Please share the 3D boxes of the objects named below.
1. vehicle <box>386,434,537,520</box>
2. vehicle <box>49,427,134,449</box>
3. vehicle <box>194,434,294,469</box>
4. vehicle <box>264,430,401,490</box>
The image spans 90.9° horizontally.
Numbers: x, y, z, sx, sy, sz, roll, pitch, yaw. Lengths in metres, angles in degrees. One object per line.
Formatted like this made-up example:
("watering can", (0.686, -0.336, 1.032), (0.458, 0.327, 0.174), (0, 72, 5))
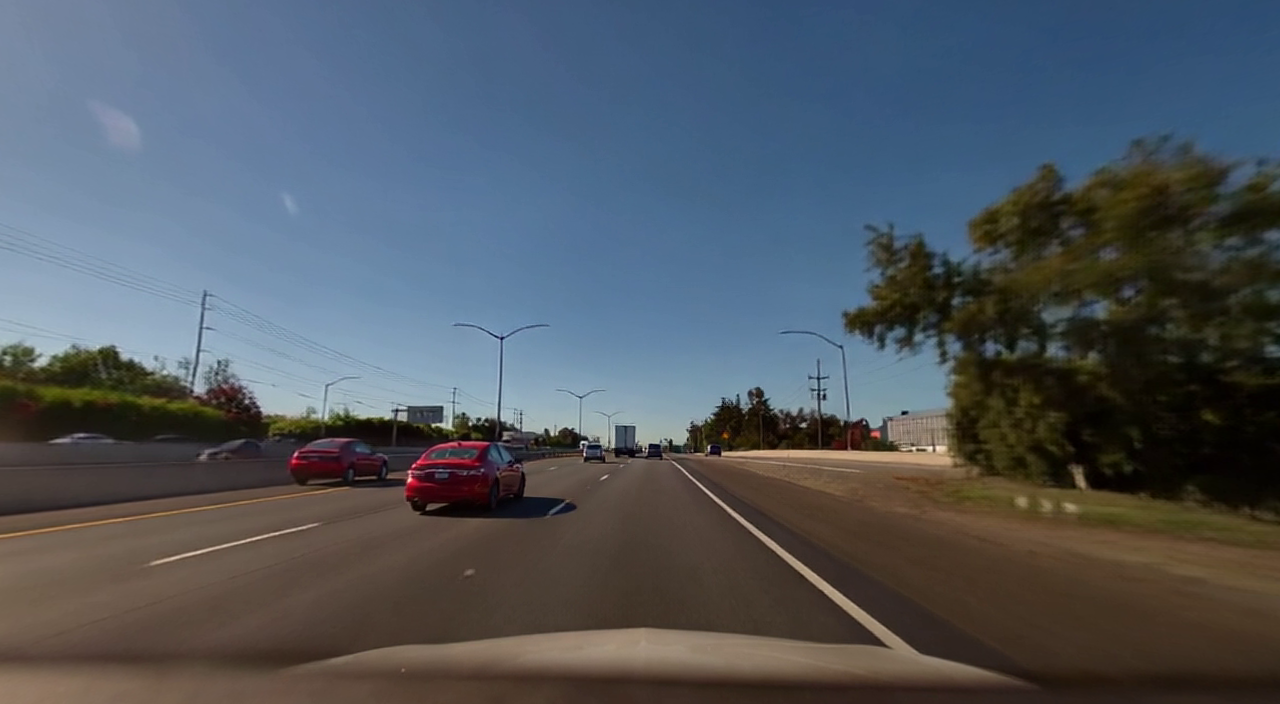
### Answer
("vehicle", (-3.486, 2.501, 13.117), (1.953, 1.511, 3.704), (0, -8, 1))
("vehicle", (-40.263, 6.355, 46.439), (1.878, 1.527, 4.802), (0, -8, 1))
("vehicle", (-24.470, 6.174, 39.323), (2.207, 2.002, 5.996), (0, -8, 1))
("vehicle", (-10.303, 3.643, 21.692), (2.044, 1.810, 5.016), (0, -8, 2))
